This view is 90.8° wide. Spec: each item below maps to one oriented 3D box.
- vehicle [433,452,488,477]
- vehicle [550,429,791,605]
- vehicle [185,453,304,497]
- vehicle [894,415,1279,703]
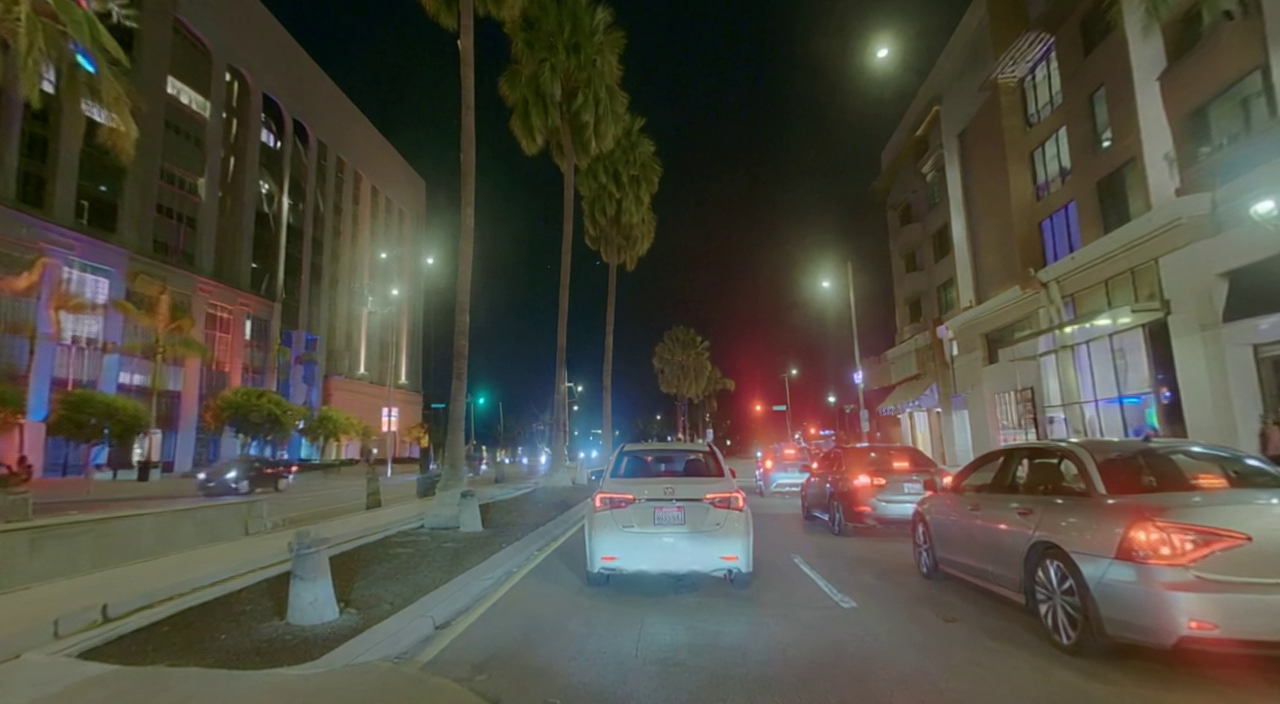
[{"bbox_3d":[-12.796,8.057,45.412,2.078,1.662,4.436,-2,-9,9],"label":"vehicle"},{"bbox_3d":[0.308,1.713,7.383,2.078,1.503,3.681,-1,-9,2],"label":"vehicle"},{"bbox_3d":[-15.873,4.921,25.617,1.801,1.563,4.015,-2,-9,9],"label":"vehicle"},{"bbox_3d":[3.640,1.301,4.580,1.913,1.469,4.425,-1,-9,2],"label":"vehicle"}]
